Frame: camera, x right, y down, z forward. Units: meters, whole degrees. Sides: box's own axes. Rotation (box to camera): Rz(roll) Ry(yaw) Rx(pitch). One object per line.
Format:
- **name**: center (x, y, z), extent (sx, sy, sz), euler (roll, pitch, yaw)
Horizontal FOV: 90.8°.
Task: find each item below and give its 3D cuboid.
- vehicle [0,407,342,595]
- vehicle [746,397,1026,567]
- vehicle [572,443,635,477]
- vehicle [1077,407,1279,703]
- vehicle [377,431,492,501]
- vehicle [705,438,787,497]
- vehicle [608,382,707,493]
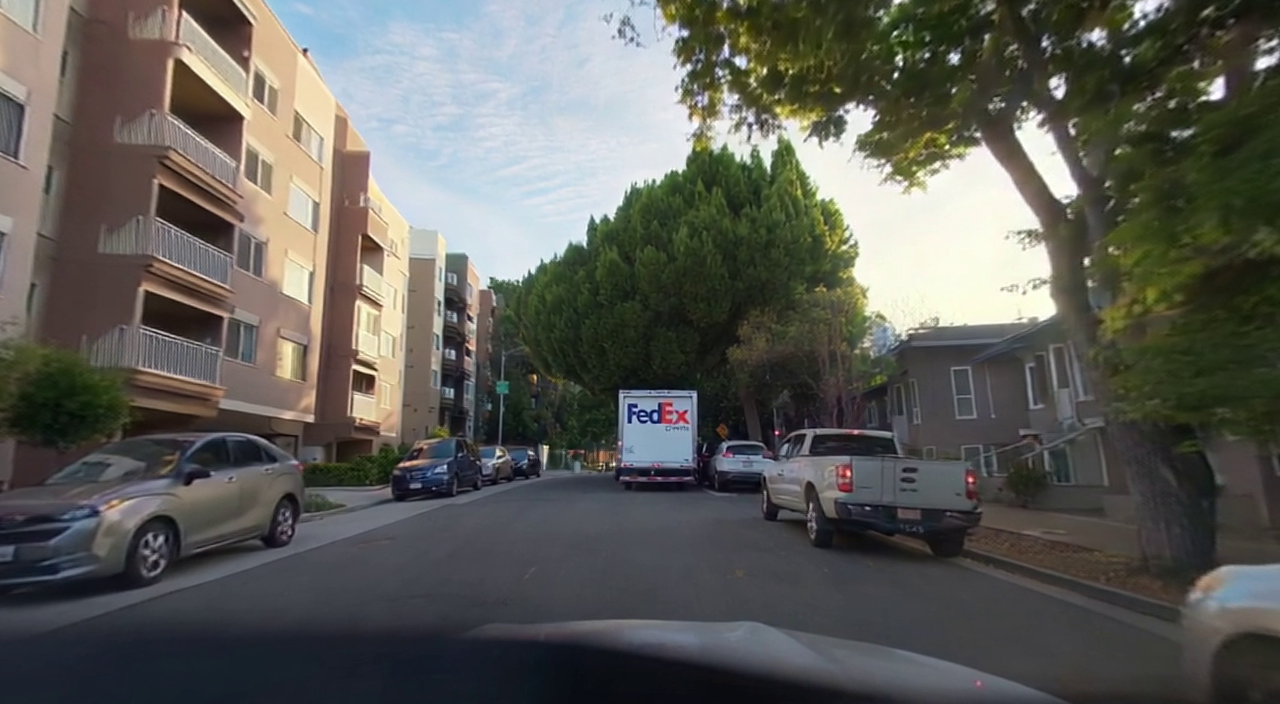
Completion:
- **vehicle**: center (-5.963, 1.729, 8.187), extent (2.089, 1.757, 4.256), euler (0, -8, 0)
- **vehicle**: center (3.378, 1.939, 10.309), extent (2.221, 1.991, 5.564), euler (0, -8, -1)
- **vehicle**: center (-1.676, 5.137, 30.405), extent (1.981, 1.500, 3.992), euler (-2, -9, 13)
- **vehicle**: center (3.384, 0.795, 1.261), extent (1.877, 1.500, 4.407), euler (0, -8, 0)
- **vehicle**: center (-6.077, 3.413, 19.381), extent (2.020, 1.867, 4.654), euler (0, -8, -1)
- **vehicle**: center (3.195, 3.550, 19.809), extent (1.868, 1.623, 3.815), euler (0, -8, 0)
- **vehicle**: center (0.412, 3.143, 22.941), extent (2.930, 3.275, 8.180), euler (0, -8, -1)
